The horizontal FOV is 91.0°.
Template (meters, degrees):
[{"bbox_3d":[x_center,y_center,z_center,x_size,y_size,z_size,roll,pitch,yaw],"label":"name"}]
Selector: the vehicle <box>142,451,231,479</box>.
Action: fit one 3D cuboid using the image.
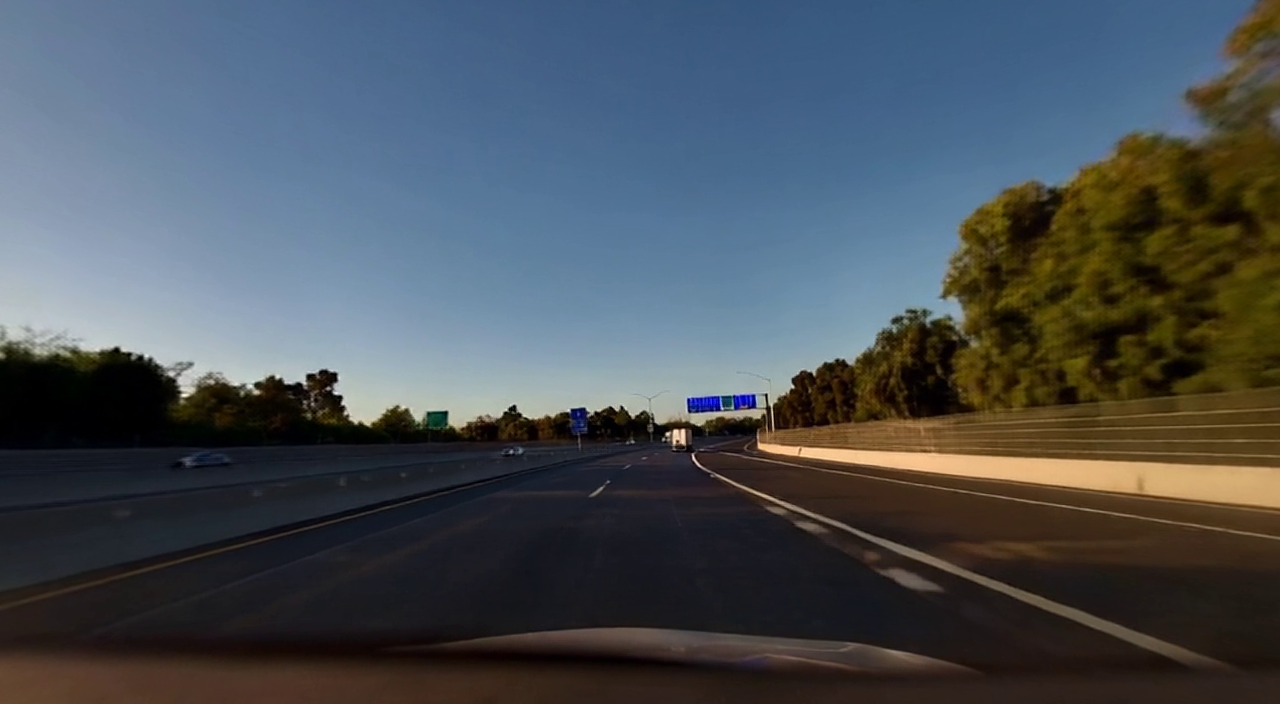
[{"bbox_3d":[-28.118,6.989,39.214,1.893,1.496,4.613,-1,-8,5],"label":"vehicle"}]
